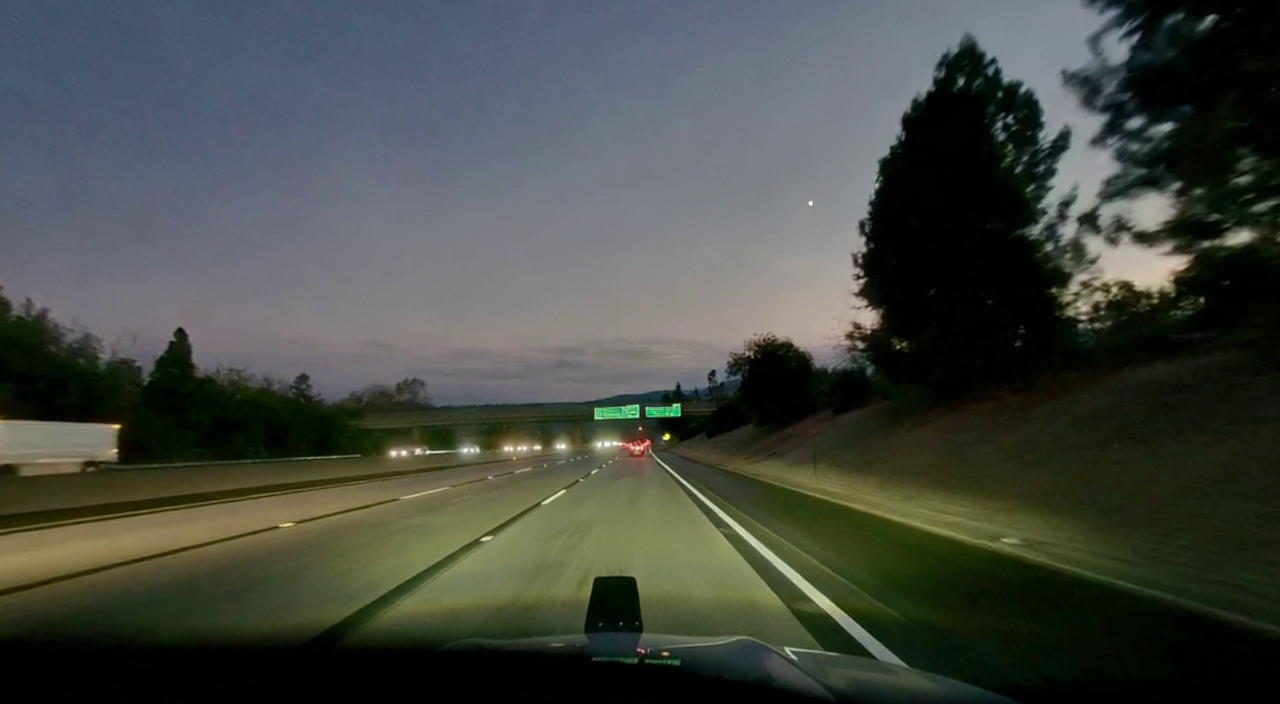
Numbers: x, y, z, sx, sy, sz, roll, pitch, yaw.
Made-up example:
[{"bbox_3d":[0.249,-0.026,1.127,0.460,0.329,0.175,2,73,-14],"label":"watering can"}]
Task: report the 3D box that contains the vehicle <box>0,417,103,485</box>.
[{"bbox_3d":[-32.740,5.063,32.331,2.930,3.265,8.212,0,-8,0],"label":"vehicle"}]
